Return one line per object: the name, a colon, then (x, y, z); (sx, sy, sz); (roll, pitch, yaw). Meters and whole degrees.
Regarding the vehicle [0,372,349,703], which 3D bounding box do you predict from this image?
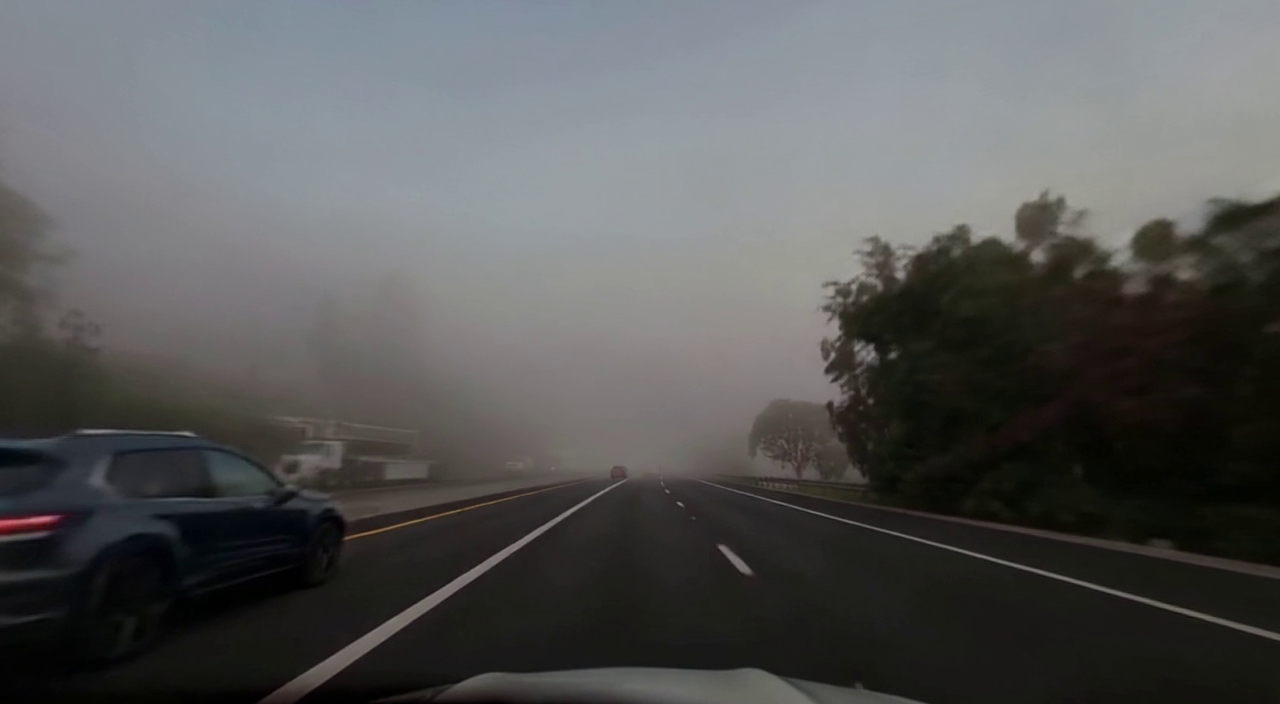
vehicle: (-4.134, 1.141, 4.233); (2.053, 1.657, 4.725); (1, -11, 0)
